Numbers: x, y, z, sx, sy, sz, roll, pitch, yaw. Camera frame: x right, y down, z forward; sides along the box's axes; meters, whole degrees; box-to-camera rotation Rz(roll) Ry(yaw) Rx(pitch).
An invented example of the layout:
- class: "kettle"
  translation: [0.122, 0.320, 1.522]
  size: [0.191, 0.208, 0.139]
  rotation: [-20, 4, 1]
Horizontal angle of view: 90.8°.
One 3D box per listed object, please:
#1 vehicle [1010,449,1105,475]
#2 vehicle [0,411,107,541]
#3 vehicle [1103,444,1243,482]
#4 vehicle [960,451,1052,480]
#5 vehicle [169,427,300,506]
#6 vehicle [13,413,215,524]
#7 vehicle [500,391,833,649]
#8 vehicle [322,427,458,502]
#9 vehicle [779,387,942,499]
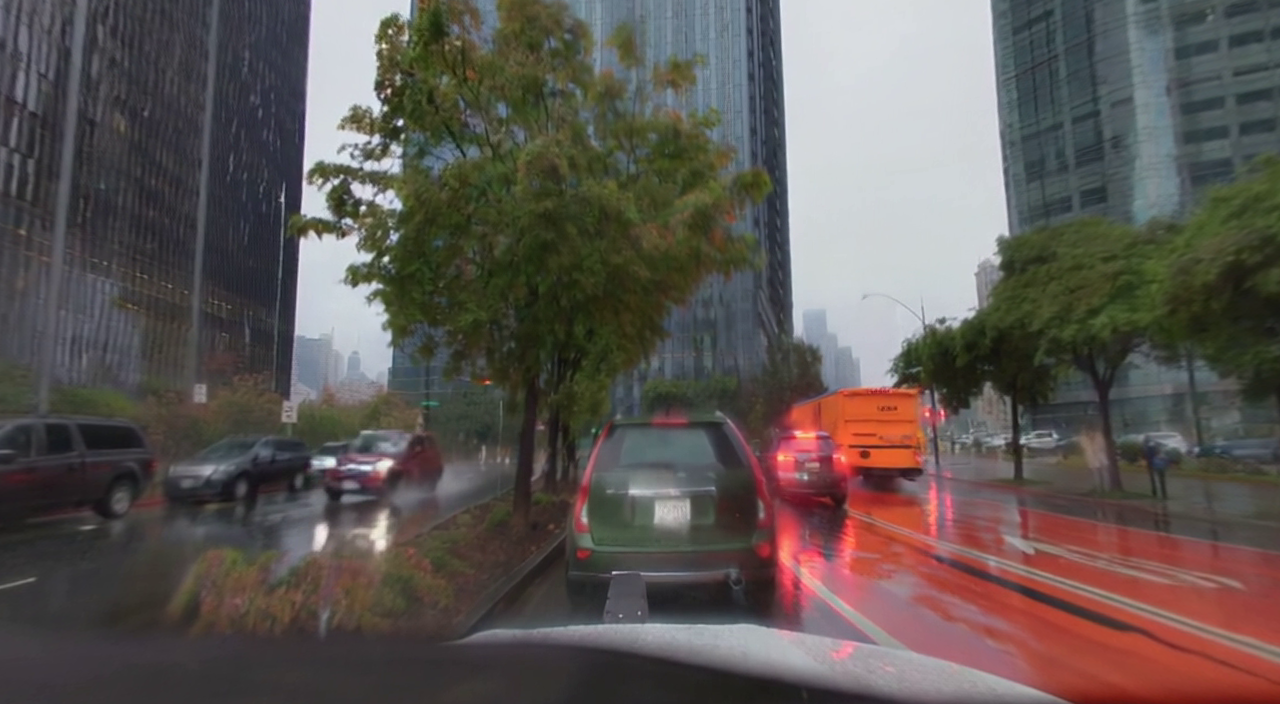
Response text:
- class: "vehicle"
  translation: [28.114, 7.366, 42.719]
  size: [5.153, 1.626, 1.895]
  rotation: [-6, -10, 33]
- class: "vehicle"
  translation: [-10.485, 1.913, 9.807]
  size: [1.543, 1.946, 3.454]
  rotation: [1, -9, -6]
- class: "vehicle"
  translation: [30.828, 6.425, 36.874]
  size: [5.890, 1.996, 2.155]
  rotation: [-6, -10, 34]
- class: "vehicle"
  translation: [23.891, 7.394, 41.323]
  size: [4.956, 1.706, 1.822]
  rotation: [-6, -10, 33]
- class: "vehicle"
  translation: [-11.198, 3.155, 17.745]
  size: [1.559, 1.973, 3.419]
  rotation: [1, -9, -5]
- class: "vehicle"
  translation: [-10.861, 2.395, 13.397]
  size: [1.482, 2.019, 3.297]
  rotation: [0, -9, -4]
- class: "vehicle"
  translation: [0.205, 1.421, 6.334]
  size: [2.192, 1.695, 4.142]
  rotation: [0, -8, 1]
- class: "vehicle"
  translation: [-6.716, 3.060, 17.690]
  size: [2.198, 1.779, 4.926]
  rotation: [1, -8, -6]
- class: "vehicle"
  translation: [7.040, 3.109, 21.686]
  size: [3.113, 3.116, 7.650]
  rotation: [0, -8, 3]
